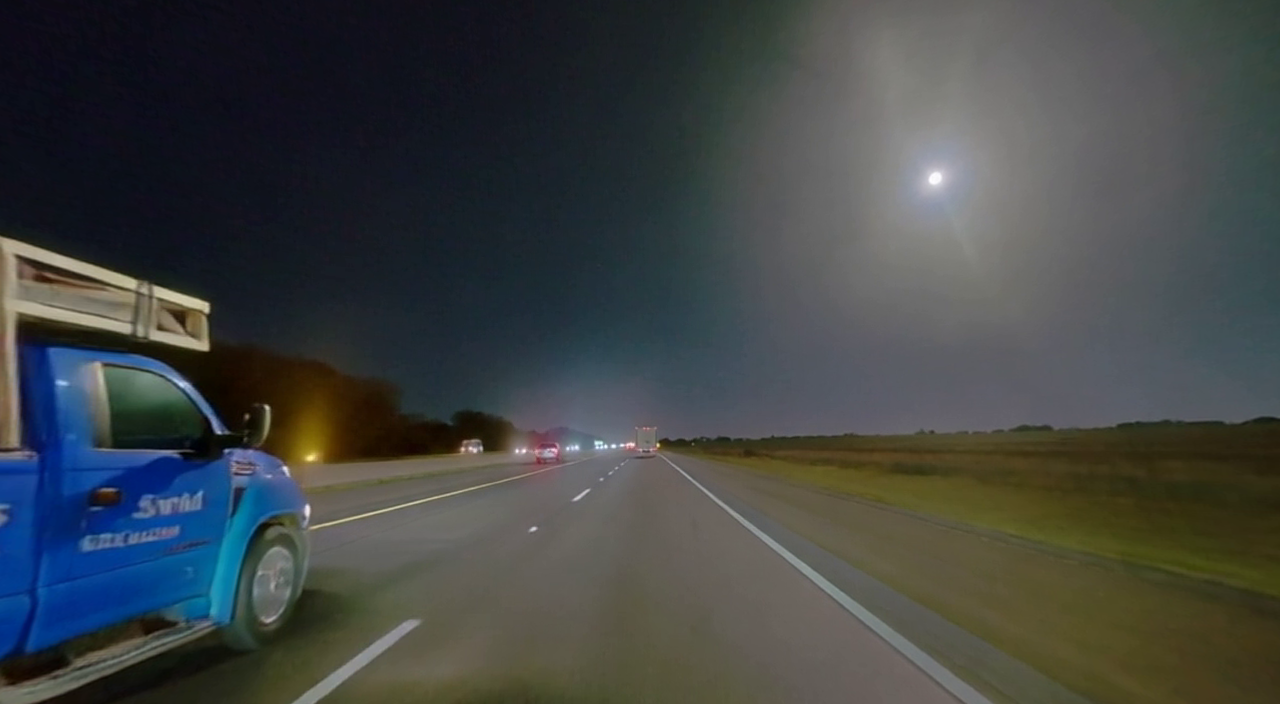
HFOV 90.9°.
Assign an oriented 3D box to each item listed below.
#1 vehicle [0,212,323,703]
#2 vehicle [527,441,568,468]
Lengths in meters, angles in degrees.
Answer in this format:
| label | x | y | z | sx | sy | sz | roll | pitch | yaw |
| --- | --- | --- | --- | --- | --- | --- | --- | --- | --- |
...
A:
| label | x | y | z | sx | sy | sz | roll | pitch | yaw |
| --- | --- | --- | --- | --- | --- | --- | --- | --- | --- |
| vehicle | -3.796 | 0.495 | 1.246 | 2.791 | 2.330 | 6.725 | 0 | -8 | 0 |
| vehicle | -6.758 | 7.523 | 46.533 | 2.193 | 1.866 | 4.807 | 0 | -8 | 1 |
